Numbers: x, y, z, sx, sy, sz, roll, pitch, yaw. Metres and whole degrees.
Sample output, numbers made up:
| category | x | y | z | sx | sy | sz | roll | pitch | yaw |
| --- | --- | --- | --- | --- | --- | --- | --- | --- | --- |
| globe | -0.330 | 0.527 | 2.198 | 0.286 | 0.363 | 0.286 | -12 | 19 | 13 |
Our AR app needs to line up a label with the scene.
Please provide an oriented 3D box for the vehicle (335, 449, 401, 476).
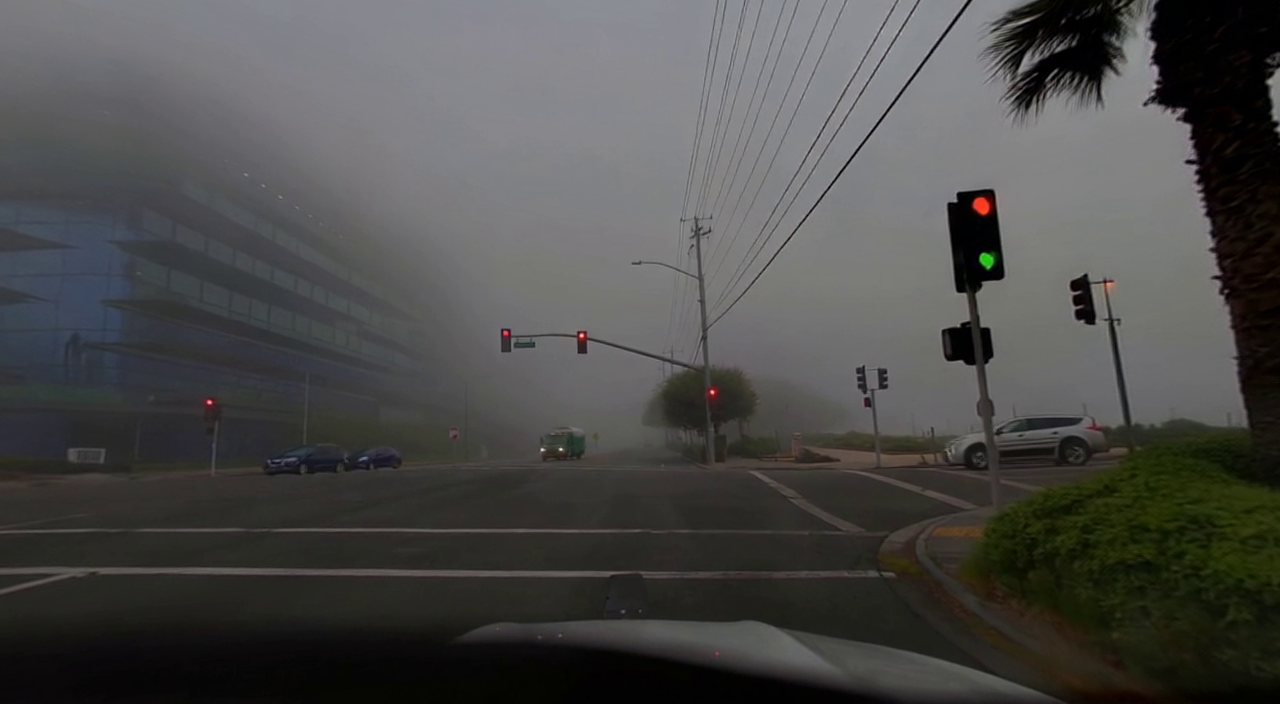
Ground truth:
| category | x | y | z | sx | sy | sz | roll | pitch | yaw |
| --- | --- | --- | --- | --- | --- | --- | --- | --- | --- |
| vehicle | -15.314 | 6.202 | 35.639 | 1.875 | 1.389 | 3.784 | 0 | -9 | 3 |

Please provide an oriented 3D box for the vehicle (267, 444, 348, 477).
| category | x | y | z | sx | sy | sz | roll | pitch | yaw |
| --- | --- | --- | --- | --- | --- | --- | --- | --- | --- |
| vehicle | -19.049 | 6.218 | 36.343 | 2.017 | 1.739 | 4.569 | 0 | -9 | 2 |
